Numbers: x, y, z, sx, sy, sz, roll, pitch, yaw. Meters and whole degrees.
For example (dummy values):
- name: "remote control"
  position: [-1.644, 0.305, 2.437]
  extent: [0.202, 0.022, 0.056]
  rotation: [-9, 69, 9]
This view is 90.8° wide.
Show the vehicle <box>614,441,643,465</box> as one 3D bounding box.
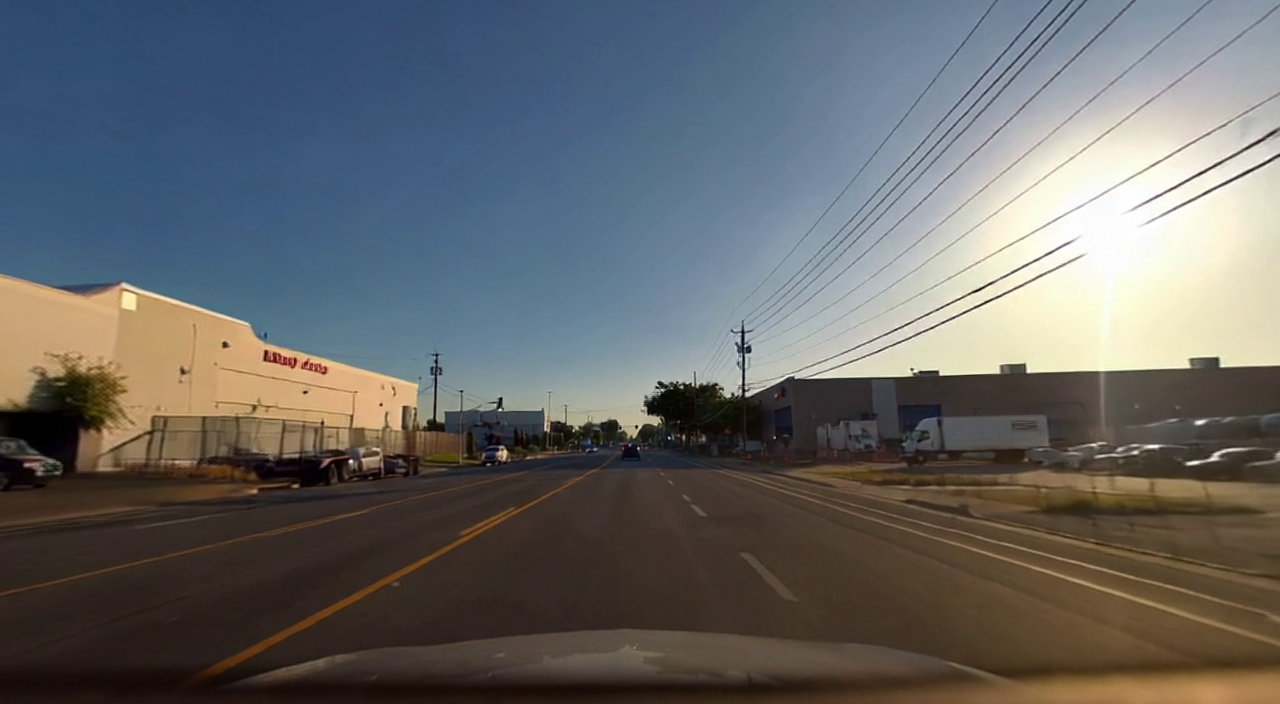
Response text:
- name: "vehicle"
  position: [-0.753, 7.057, 44.208]
  extent: [1.937, 1.588, 3.746]
  rotation: [0, -8, 0]

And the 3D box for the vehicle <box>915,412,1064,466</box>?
- name: "vehicle"
  position: [24.665, 6.208, 44.968]
  extent: [8.701, 3.665, 2.906]
  rotation: [0, -8, 1]

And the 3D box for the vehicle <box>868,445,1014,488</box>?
- name: "vehicle"
  position: [11.768, 4.486, 24.954]
  extent: [4.758, 1.496, 1.871]
  rotation: [-1, -9, -1]

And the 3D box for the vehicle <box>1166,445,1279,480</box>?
- name: "vehicle"
  position: [25.798, 4.755, 27.420]
  extent: [4.134, 1.441, 1.836]
  rotation: [-1, -8, 2]

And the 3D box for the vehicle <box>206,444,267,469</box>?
- name: "vehicle"
  position: [-31.606, 8.138, 49.460]
  extent: [4.992, 1.876, 2.169]
  rotation: [-6, -10, 35]
